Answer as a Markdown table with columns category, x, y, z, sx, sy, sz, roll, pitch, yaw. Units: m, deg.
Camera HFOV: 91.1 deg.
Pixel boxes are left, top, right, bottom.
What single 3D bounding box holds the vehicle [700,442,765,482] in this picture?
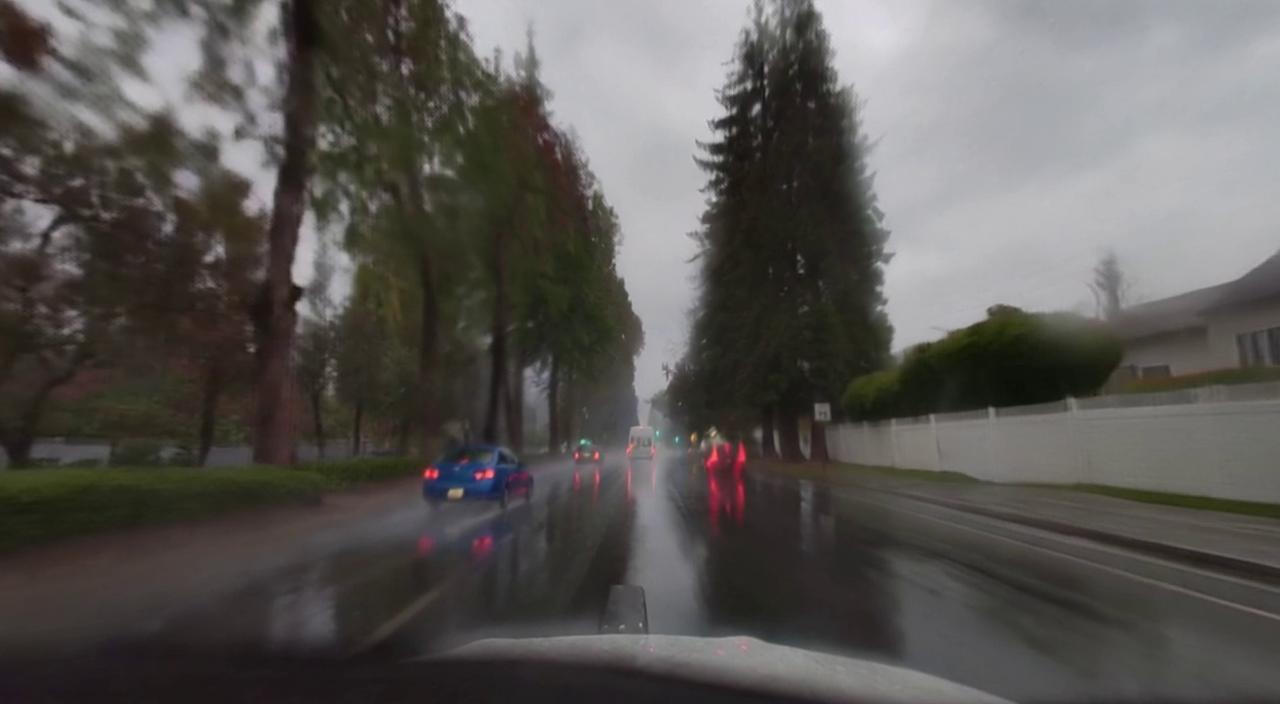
| category | x | y | z | sx | sy | sz | roll | pitch | yaw |
| --- | --- | --- | --- | --- | --- | --- | --- | --- | --- |
| vehicle | 3.622 | 4.390 | 25.363 | 1.945 | 1.469 | 4.258 | 0 | -8 | 0 |

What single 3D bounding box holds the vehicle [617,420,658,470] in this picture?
| category | x | y | z | sx | sy | sz | roll | pitch | yaw |
| --- | --- | --- | --- | --- | --- | --- | --- | --- | --- |
| vehicle | -0.095 | 5.642 | 38.109 | 2.311 | 2.726 | 5.814 | 0 | -9 | 1 |

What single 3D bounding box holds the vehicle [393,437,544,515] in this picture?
| category | x | y | z | sx | sy | sz | roll | pitch | yaw |
| --- | --- | --- | --- | --- | --- | --- | --- | --- | --- |
| vehicle | -3.630 | 2.714 | 14.328 | 2.036 | 1.474 | 4.647 | 0 | -8 | 1 |

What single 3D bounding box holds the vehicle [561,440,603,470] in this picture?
| category | x | y | z | sx | sy | sz | roll | pitch | yaw |
| --- | --- | --- | --- | --- | --- | --- | --- | --- | --- |
| vehicle | -3.383 | 6.119 | 37.483 | 2.021 | 1.715 | 4.329 | 0 | -8 | 1 |

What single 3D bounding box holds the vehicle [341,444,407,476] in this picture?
| category | x | y | z | sx | sy | sz | roll | pitch | yaw |
| --- | --- | --- | --- | --- | --- | --- | --- | --- | --- |
| vehicle | -17.412 | 7.072 | 41.404 | 2.129 | 1.952 | 5.079 | 0 | -8 | 0 |
